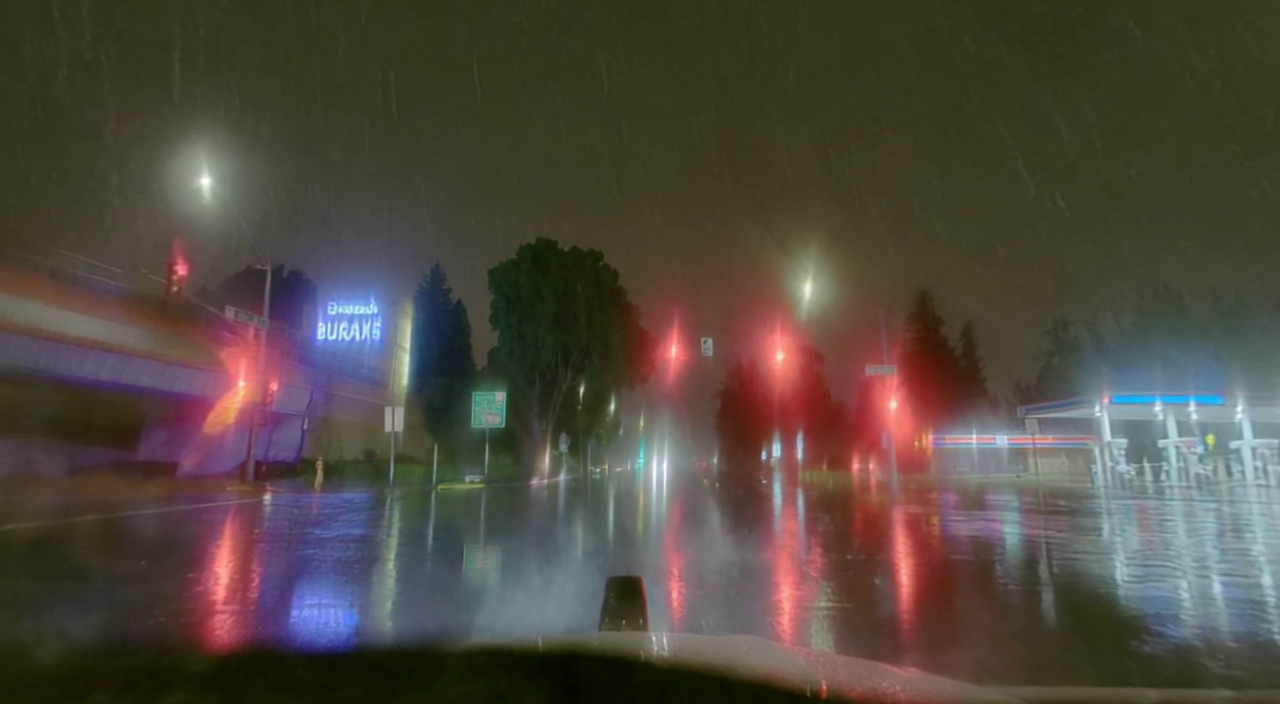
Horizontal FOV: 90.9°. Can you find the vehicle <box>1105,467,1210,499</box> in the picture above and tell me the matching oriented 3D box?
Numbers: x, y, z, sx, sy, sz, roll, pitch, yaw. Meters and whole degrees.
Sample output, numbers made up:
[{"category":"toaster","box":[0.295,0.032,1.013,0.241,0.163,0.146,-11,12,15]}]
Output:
[{"category":"vehicle","box":[28.022,7.066,34.349,1.897,1.466,4.211,1,-8,-6]}]
